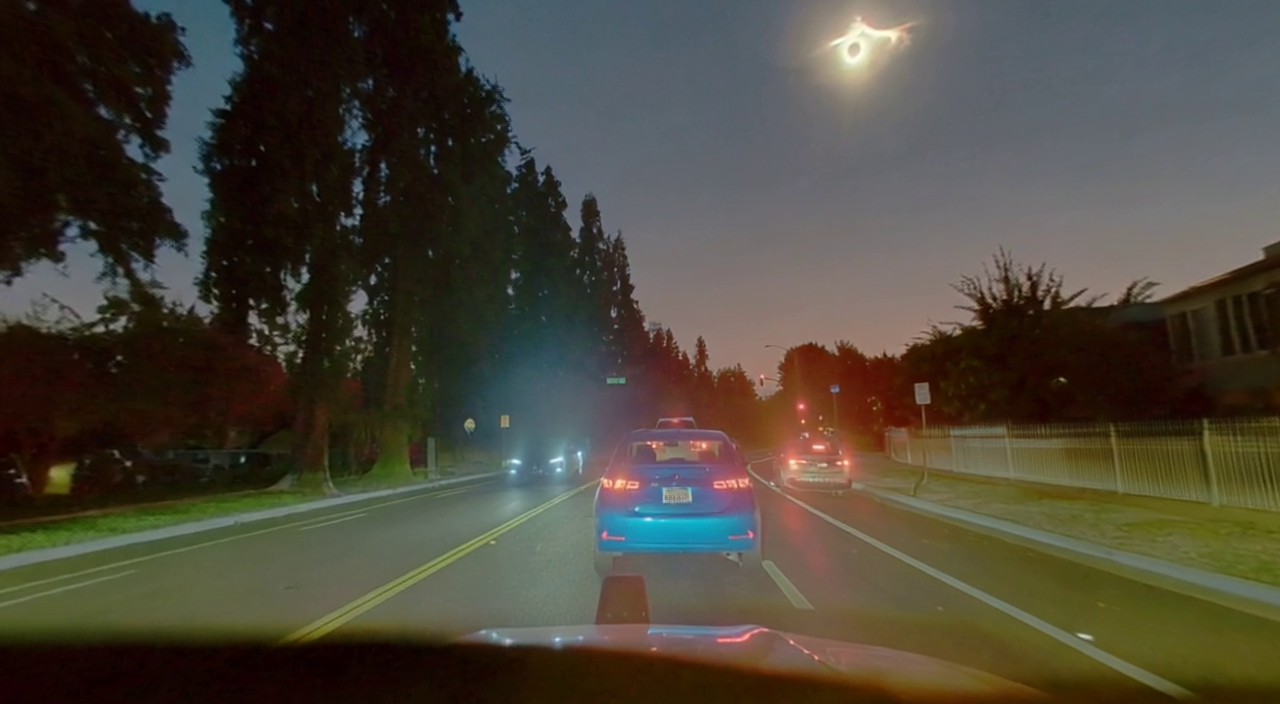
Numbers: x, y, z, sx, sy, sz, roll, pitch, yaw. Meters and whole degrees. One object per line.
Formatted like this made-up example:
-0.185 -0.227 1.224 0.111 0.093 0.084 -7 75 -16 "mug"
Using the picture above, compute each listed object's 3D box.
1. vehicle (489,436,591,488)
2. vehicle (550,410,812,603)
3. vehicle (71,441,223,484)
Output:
-3.047 3.482 20.342 2.060 1.479 4.462 -1 -8 7 "vehicle"
0.367 1.509 7.039 2.070 1.516 3.936 0 -8 1 "vehicle"
-18.051 4.035 23.177 4.069 1.445 2.063 -2 -9 9 "vehicle"
